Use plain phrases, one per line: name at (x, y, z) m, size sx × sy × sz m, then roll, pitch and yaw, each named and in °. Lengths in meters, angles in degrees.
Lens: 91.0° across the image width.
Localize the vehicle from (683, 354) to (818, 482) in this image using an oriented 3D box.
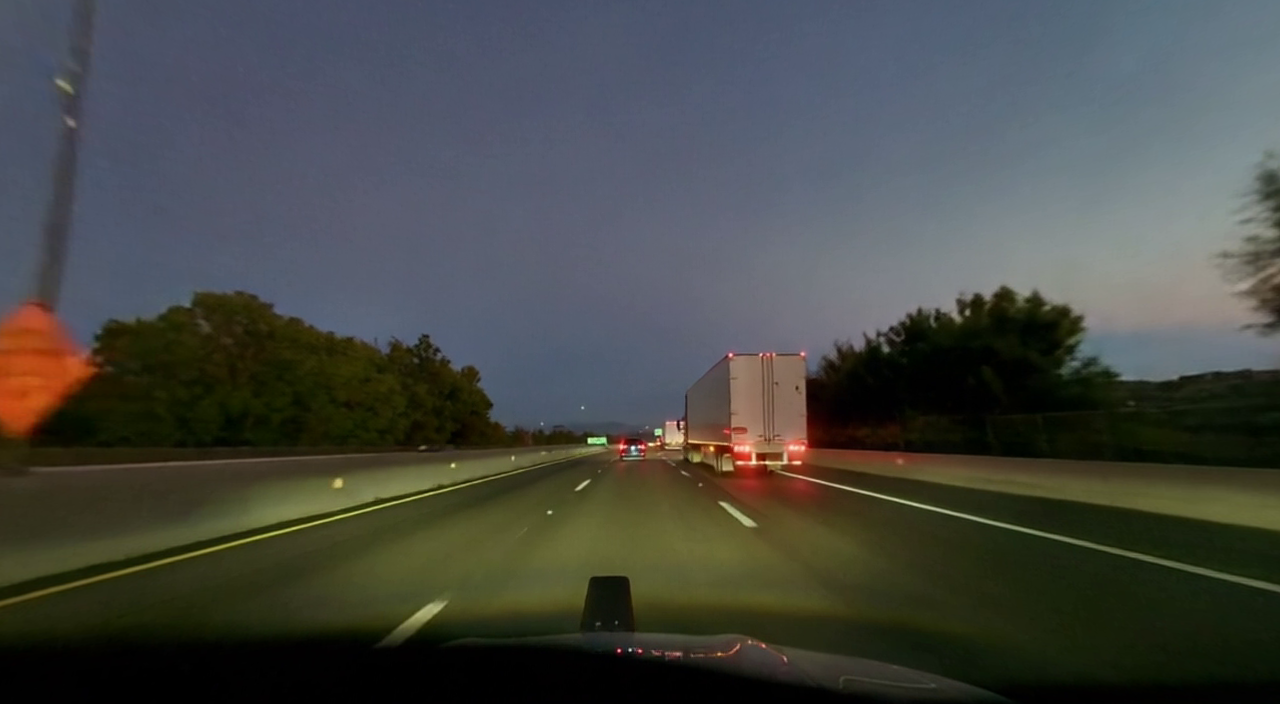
vehicle at (4.064, 3.143, 27.631) m, size 3.005 × 4.121 × 14.417 m, roll 0°, pitch -8°, yaw -1°

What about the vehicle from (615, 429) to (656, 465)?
vehicle at (-0.281, 5.527, 36.580) m, size 2.211 × 1.933 × 4.315 m, roll 0°, pitch -8°, yaw -1°

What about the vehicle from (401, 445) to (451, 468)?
vehicle at (-15.167, 7.456, 44.968) m, size 2.039 × 1.495 × 4.750 m, roll 0°, pitch -8°, yaw -2°
